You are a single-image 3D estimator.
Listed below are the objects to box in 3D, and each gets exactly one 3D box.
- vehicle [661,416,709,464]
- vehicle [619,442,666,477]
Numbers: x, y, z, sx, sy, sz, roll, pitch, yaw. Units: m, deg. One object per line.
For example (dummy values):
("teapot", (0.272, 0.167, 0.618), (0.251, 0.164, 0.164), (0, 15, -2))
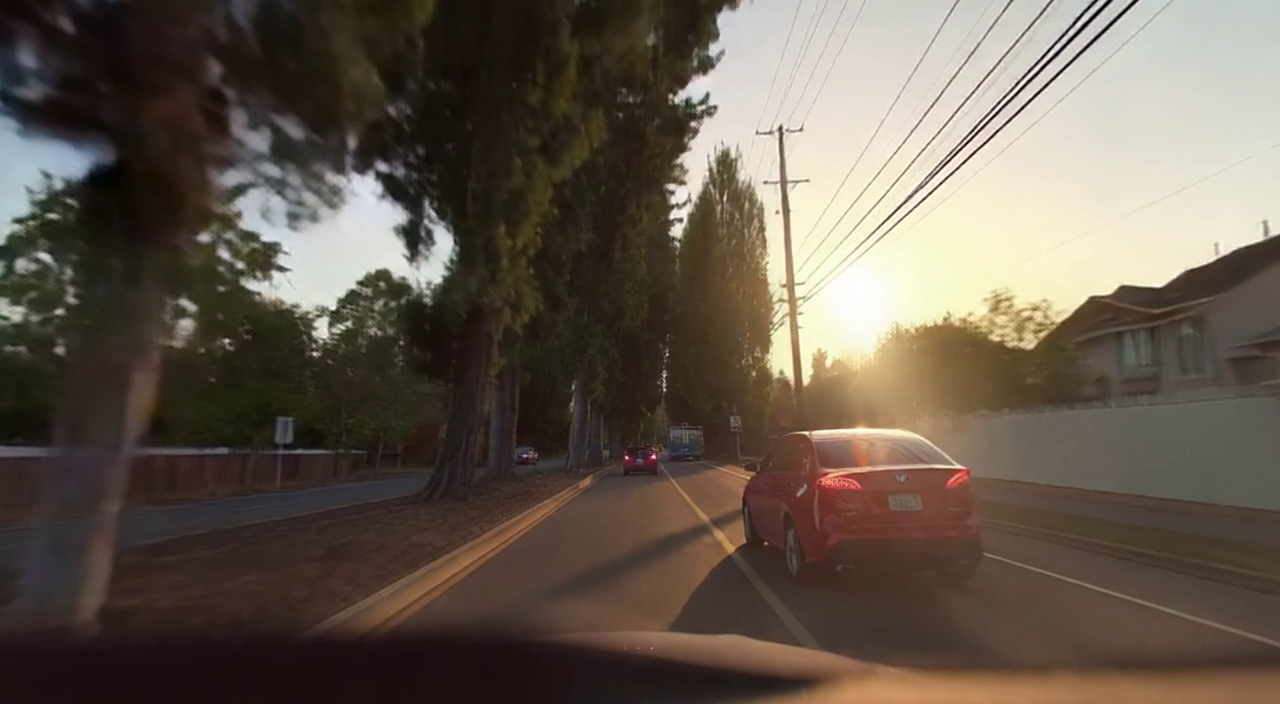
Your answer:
("vehicle", (3.263, 6.956, 49.550), (2.789, 3.285, 12.428), (0, -8, 0))
("vehicle", (0.127, 4.939, 29.333), (2.018, 1.511, 3.993), (0, -8, 1))
